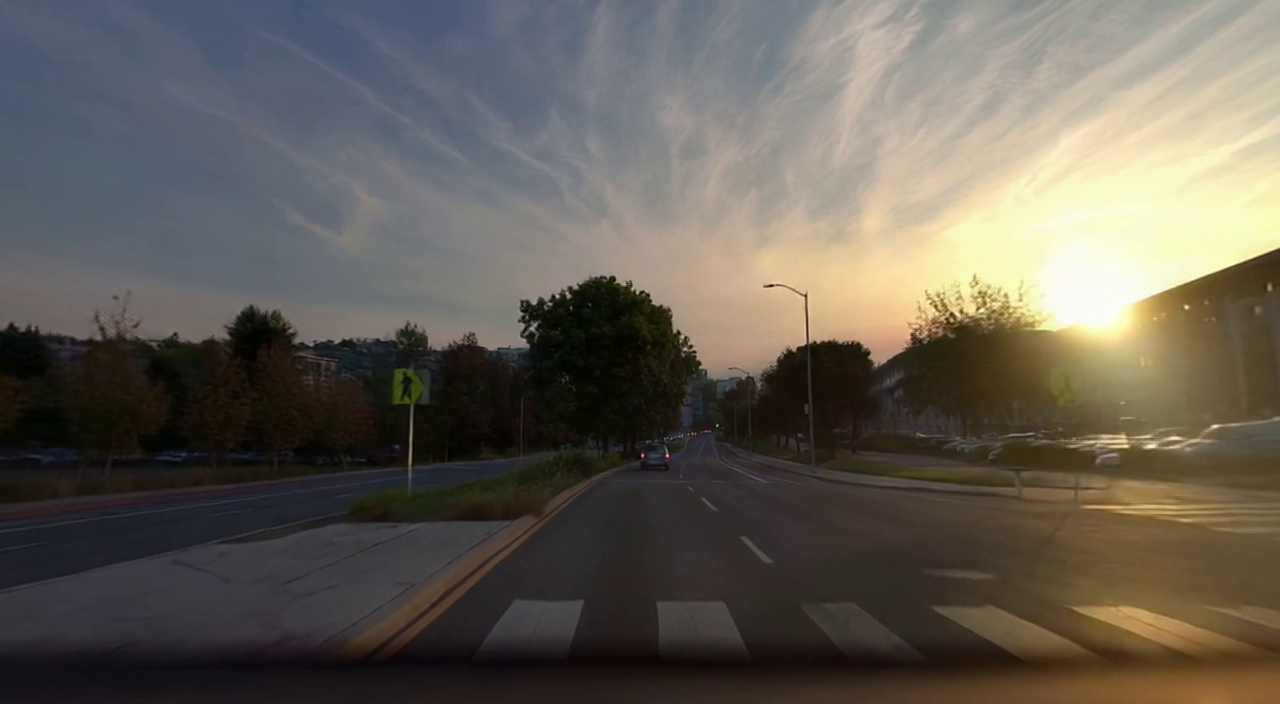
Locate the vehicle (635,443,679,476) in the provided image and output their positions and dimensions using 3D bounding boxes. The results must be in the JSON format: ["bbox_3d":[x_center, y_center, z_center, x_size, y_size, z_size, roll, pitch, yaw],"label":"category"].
[{"bbox_3d":[0.916,5.582,33.089,2.158,1.600,3.865,0,-9,2],"label":"vehicle"}]
